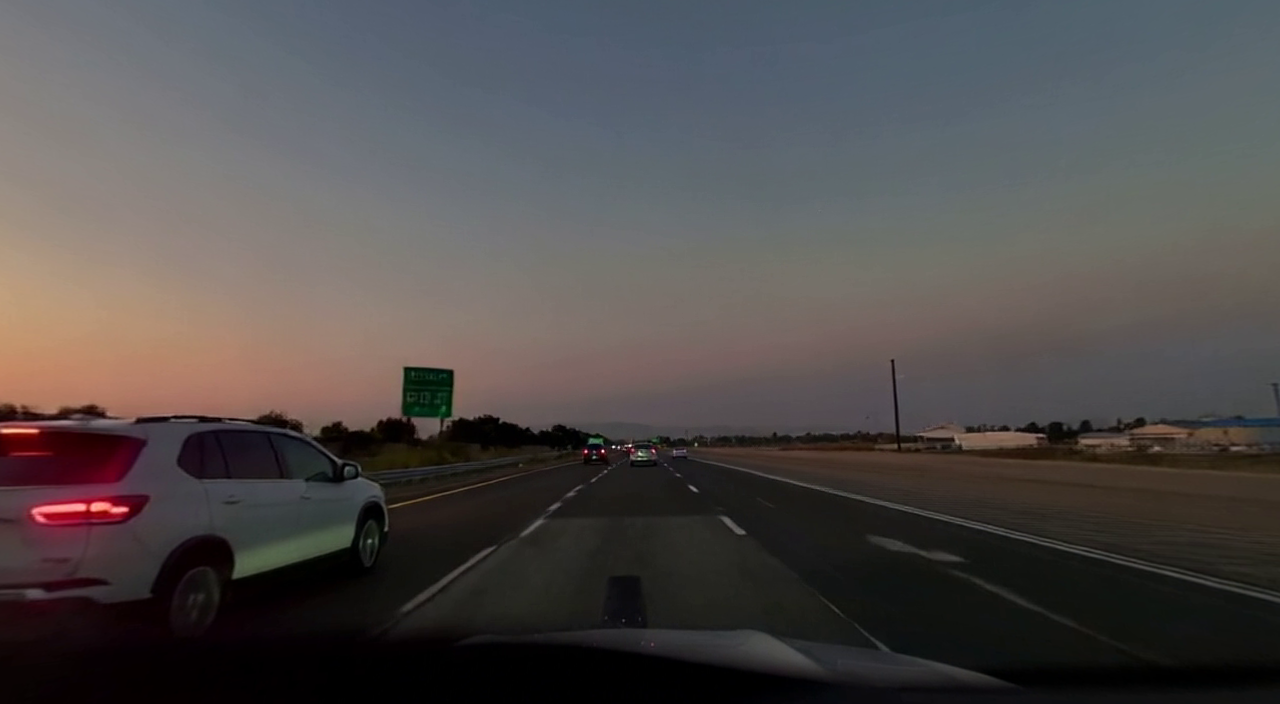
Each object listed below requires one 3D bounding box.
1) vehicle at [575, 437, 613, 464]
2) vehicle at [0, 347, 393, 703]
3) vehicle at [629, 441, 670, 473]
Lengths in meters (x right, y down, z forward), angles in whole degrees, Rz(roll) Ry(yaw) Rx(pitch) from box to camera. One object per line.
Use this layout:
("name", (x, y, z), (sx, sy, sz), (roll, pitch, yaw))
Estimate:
("vehicle", (-3.470, 7.579, 48.646), (2.403, 1.946, 5.623), (0, -8, 1))
("vehicle", (-3.922, 1.145, 4.673), (2.239, 1.761, 4.620), (0, -8, 1))
("vehicle", (0.451, 5.388, 32.598), (2.000, 1.558, 3.945), (0, -8, 0))
